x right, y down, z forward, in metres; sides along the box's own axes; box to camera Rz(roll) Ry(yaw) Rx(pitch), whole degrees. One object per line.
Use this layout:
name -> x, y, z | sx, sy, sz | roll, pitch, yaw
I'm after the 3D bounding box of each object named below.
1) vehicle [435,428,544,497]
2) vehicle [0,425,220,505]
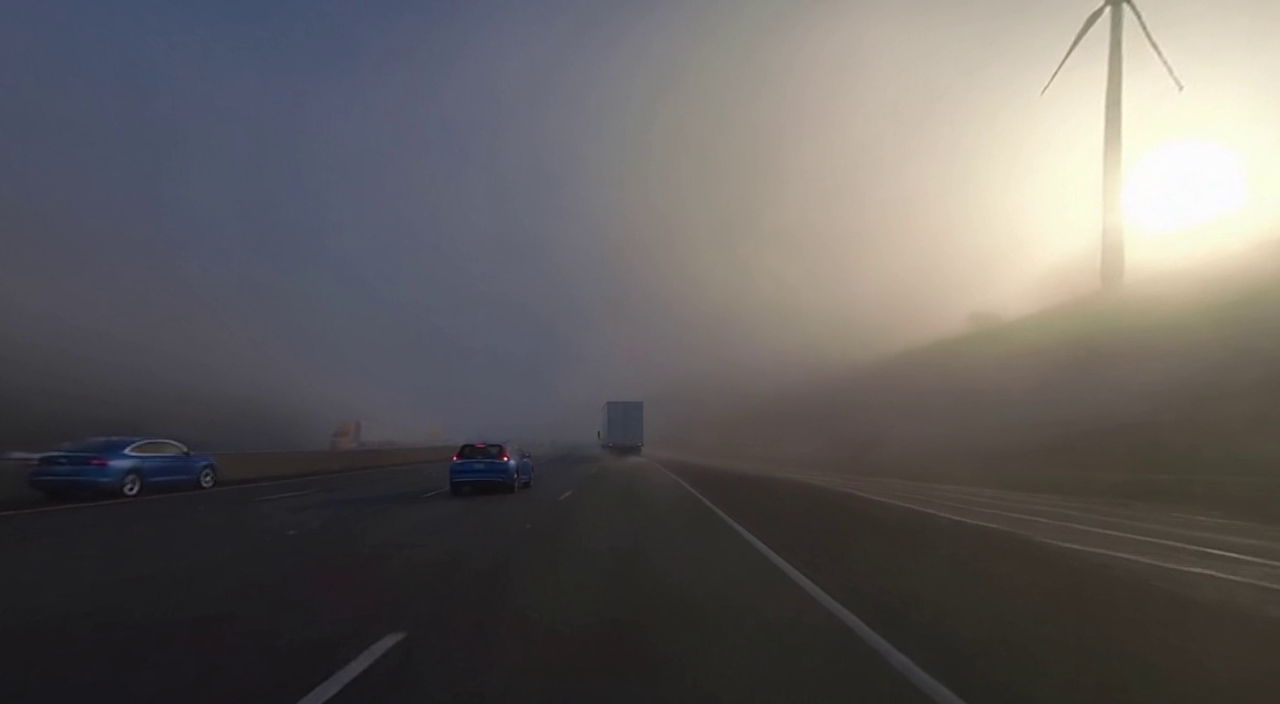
vehicle -> -4.003, 3.001, 17.396 | 2.109, 1.684, 3.783 | 0, -8, 0
vehicle -> -14.822, 3.054, 17.558 | 2.285, 1.835, 5.672 | 0, -8, -1
